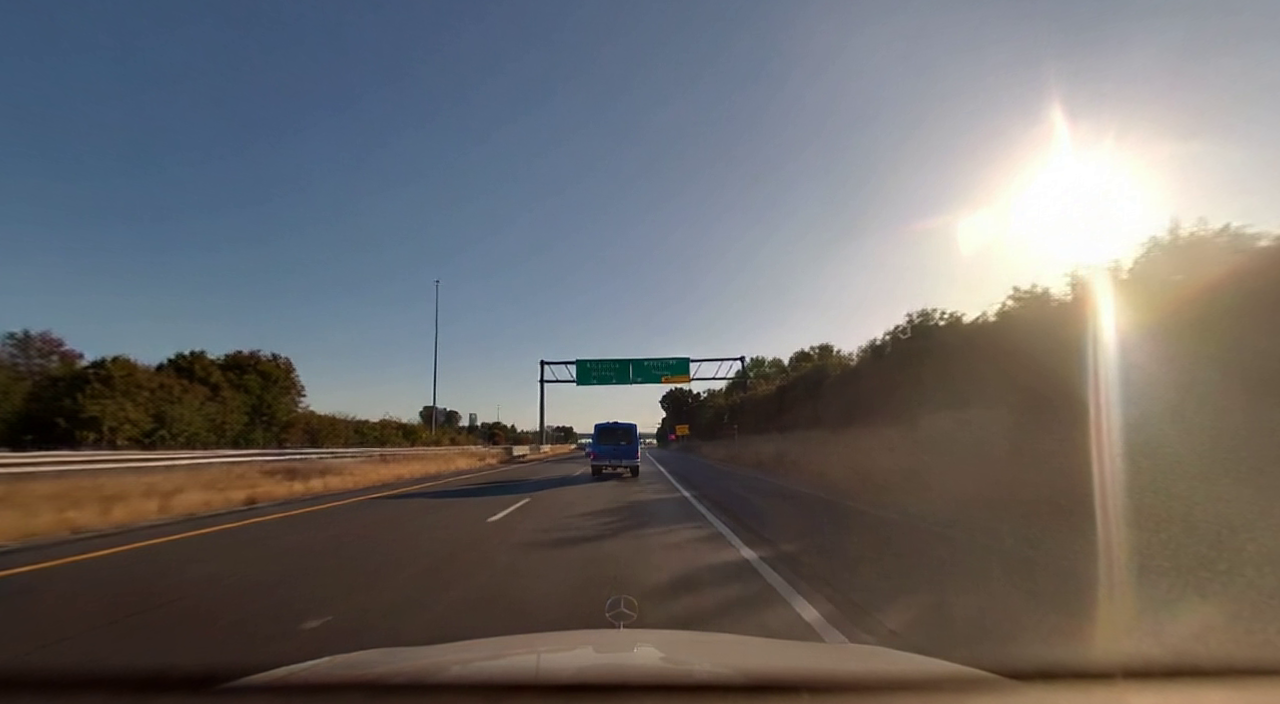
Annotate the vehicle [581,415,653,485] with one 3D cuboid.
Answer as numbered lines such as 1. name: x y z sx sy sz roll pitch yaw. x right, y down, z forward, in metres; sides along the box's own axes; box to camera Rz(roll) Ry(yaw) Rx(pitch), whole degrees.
1. vehicle: -0.743 3.422 22.229 2.248 2.154 4.892 0 -8 -1
